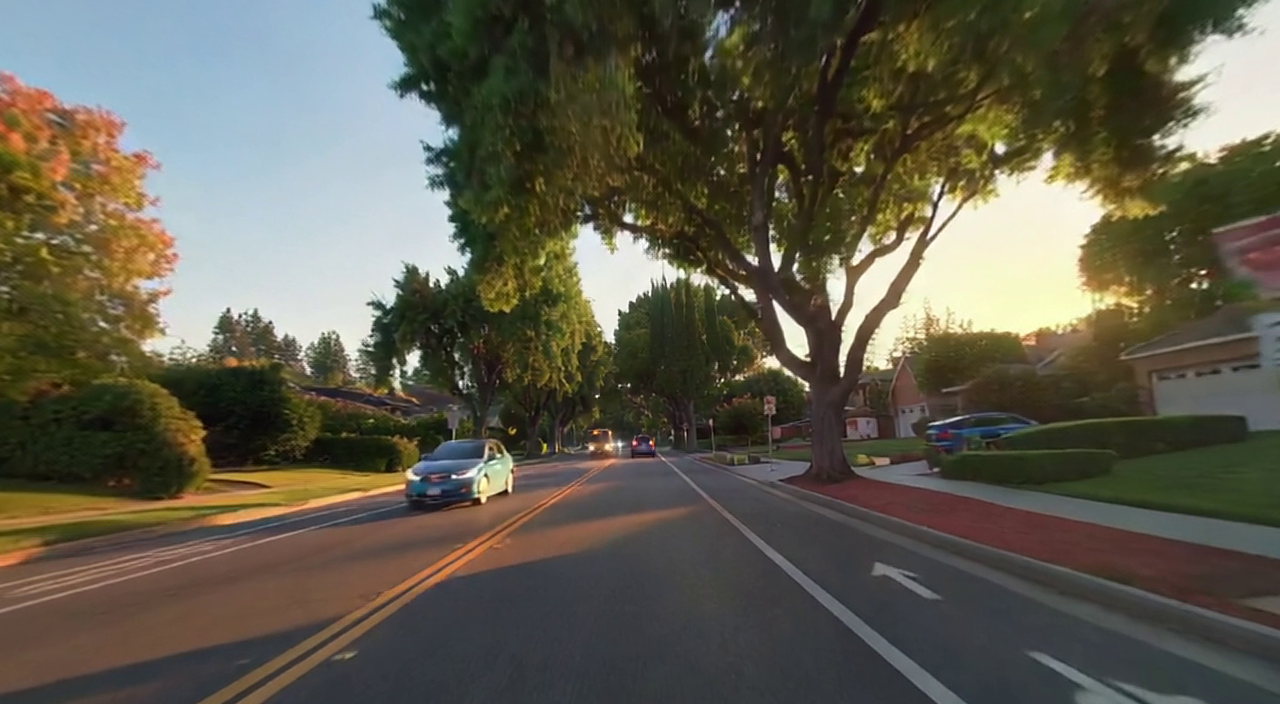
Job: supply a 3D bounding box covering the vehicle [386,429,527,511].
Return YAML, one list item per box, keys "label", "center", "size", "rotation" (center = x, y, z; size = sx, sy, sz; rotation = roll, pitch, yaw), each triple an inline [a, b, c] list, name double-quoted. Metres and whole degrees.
- label: "vehicle"
  center: [-4.327, 2.837, 15.705]
  size: [2.102, 1.620, 4.575]
  rotation: [-3, -8, 1]
